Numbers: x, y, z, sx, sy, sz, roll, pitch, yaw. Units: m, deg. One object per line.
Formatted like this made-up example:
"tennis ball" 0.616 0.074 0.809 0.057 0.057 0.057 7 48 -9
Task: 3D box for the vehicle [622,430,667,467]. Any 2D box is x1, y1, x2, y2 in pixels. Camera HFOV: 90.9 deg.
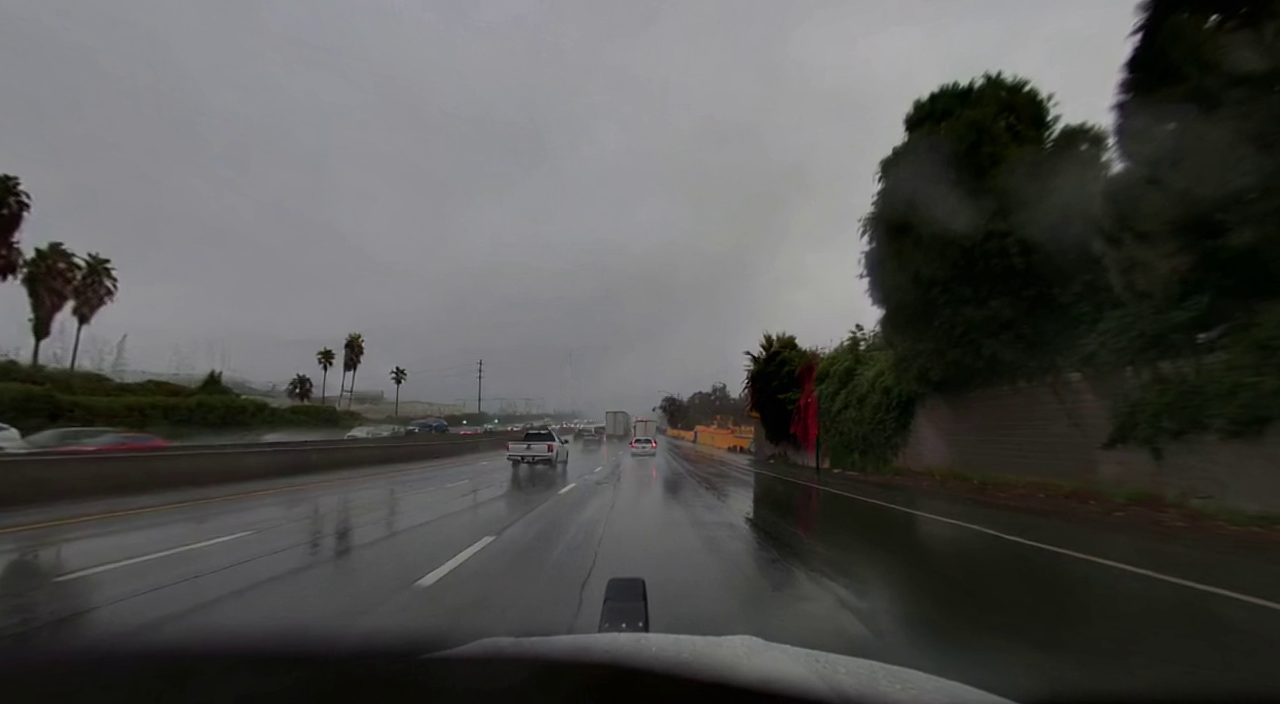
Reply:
"vehicle" 0.209 4.800 31.516 2.136 1.678 4.052 0 -8 0

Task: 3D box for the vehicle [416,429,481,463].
"vehicle" -10.806 5.363 35.995 2.104 1.818 4.721 0 -8 1

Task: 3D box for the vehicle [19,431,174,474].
"vehicle" -20.988 3.890 24.679 1.970 1.518 4.538 0 -8 1

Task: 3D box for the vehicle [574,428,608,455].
"vehicle" -3.779 7.020 49.456 2.203 1.958 4.848 0 -8 1

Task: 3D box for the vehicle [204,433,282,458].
"vehicle" -24.641 5.832 39.374 1.861 1.483 4.467 0 -8 1

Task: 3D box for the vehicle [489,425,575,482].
"vehicle" -3.602 3.487 21.906 2.108 1.740 4.549 0 -8 1

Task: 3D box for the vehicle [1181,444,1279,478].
"vehicle" 32.291 5.783 33.800 1.993 1.670 4.439 4 -9 -27
